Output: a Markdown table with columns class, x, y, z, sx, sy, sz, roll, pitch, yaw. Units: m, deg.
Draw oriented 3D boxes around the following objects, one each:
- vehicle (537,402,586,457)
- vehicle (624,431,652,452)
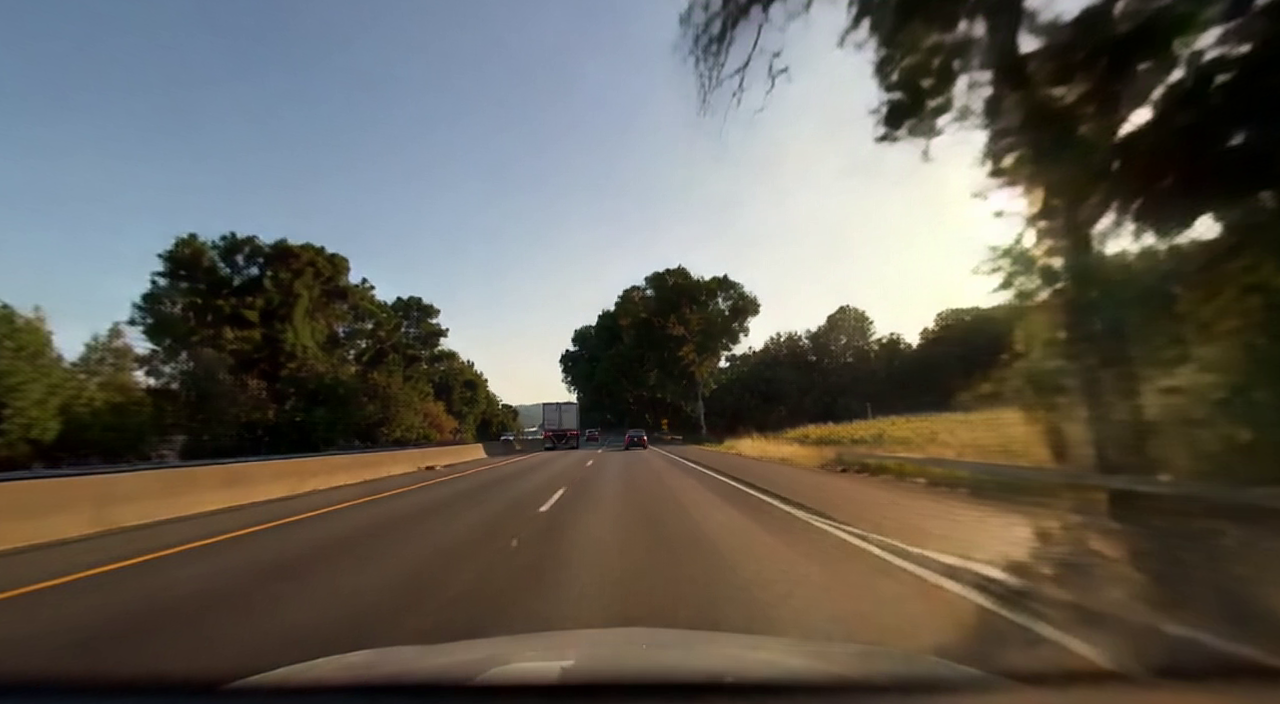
| class | x | y | z | sx | sy | sz | roll | pitch | yaw |
| --- | --- | --- | --- | --- | --- | --- | --- | --- | --- |
| vehicle | -4.792 | 4.905 | 39.582 | 2.450 | 3.098 | 6.965 | 0 | -8 | -2 |
| vehicle | -0.216 | 6.666 | 47.131 | 1.988 | 1.472 | 3.716 | 0 | -8 | -2 |
